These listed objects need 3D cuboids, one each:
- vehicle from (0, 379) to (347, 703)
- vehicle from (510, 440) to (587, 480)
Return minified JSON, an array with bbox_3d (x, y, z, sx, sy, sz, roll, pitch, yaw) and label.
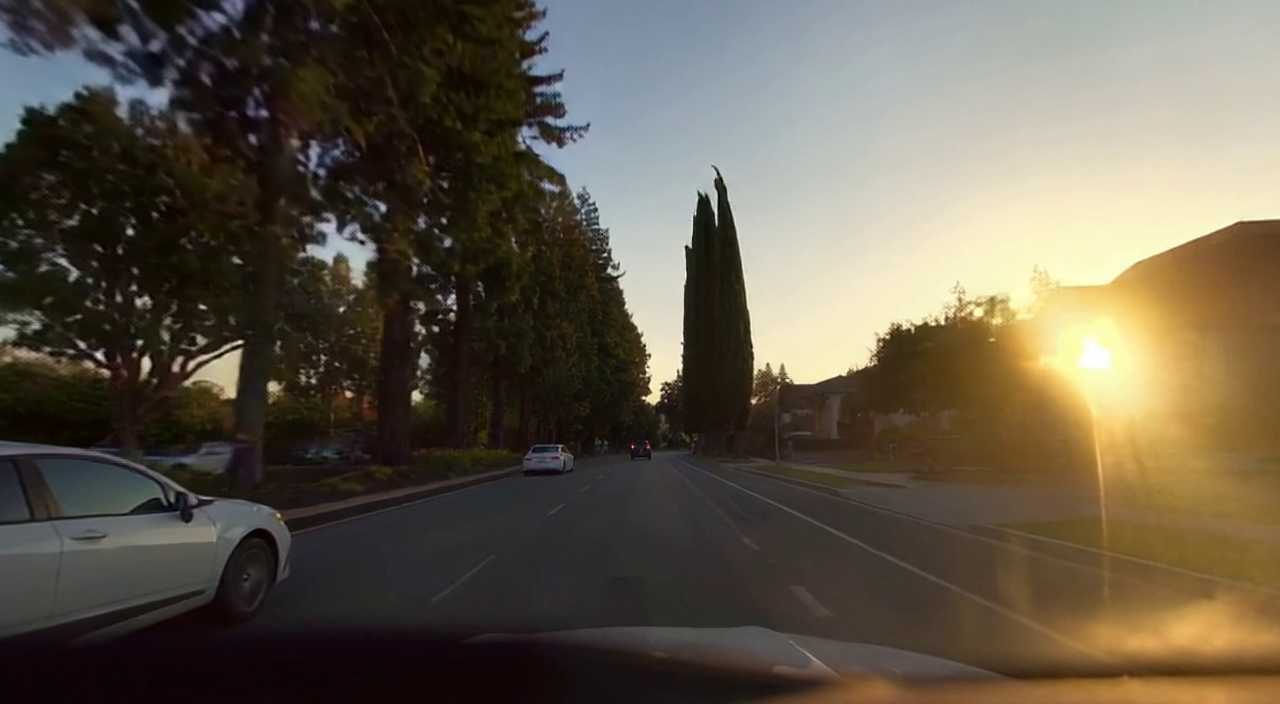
[{"bbox_3d":[-4.113,1.028,3.809,2.190,1.545,4.943,0,-8,2],"label":"vehicle"},{"bbox_3d":[-3.565,4.316,25.543,2.188,1.473,4.651,-1,-8,3],"label":"vehicle"}]
